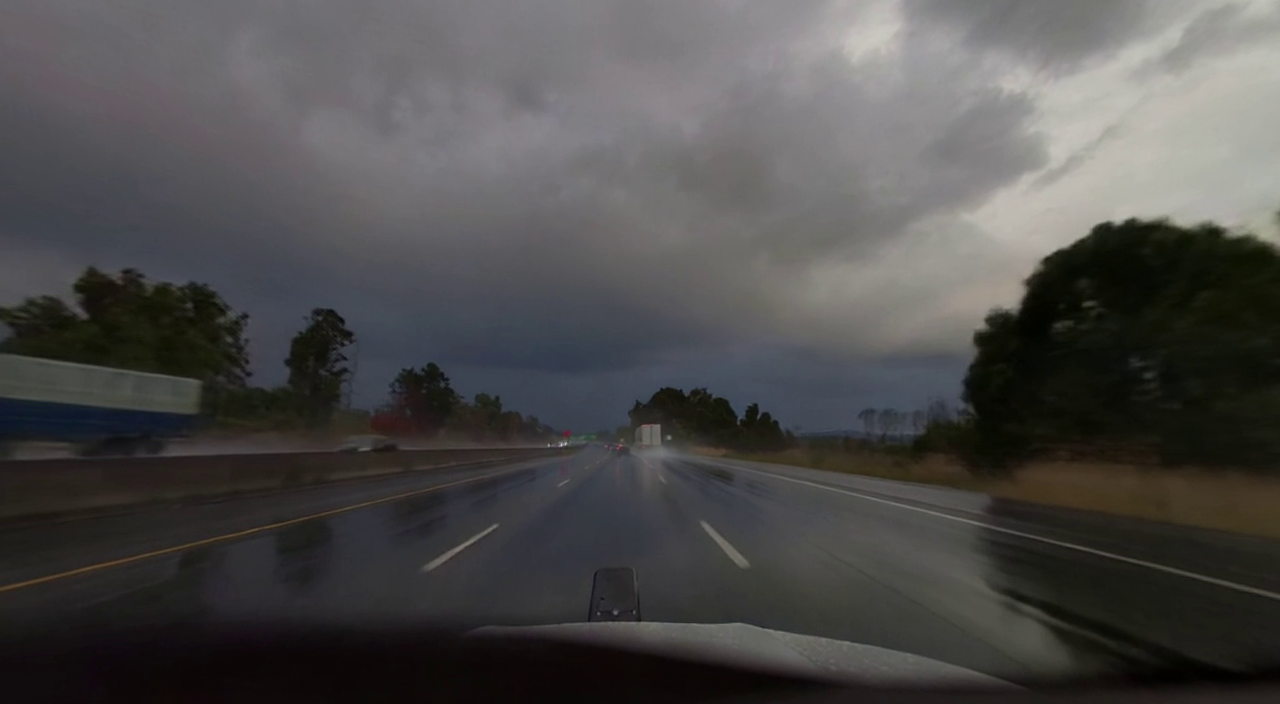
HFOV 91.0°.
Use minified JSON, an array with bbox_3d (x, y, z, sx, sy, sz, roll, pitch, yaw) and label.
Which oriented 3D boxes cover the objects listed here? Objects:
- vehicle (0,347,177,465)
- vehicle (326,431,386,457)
[{"bbox_3d":[-24.701,2.229,24.493,3.152,4.196,13.755,0,-8,-1],"label":"vehicle"},{"bbox_3d":[-17.110,5.582,38.166,1.812,1.488,3.968,0,-8,-1],"label":"vehicle"}]
